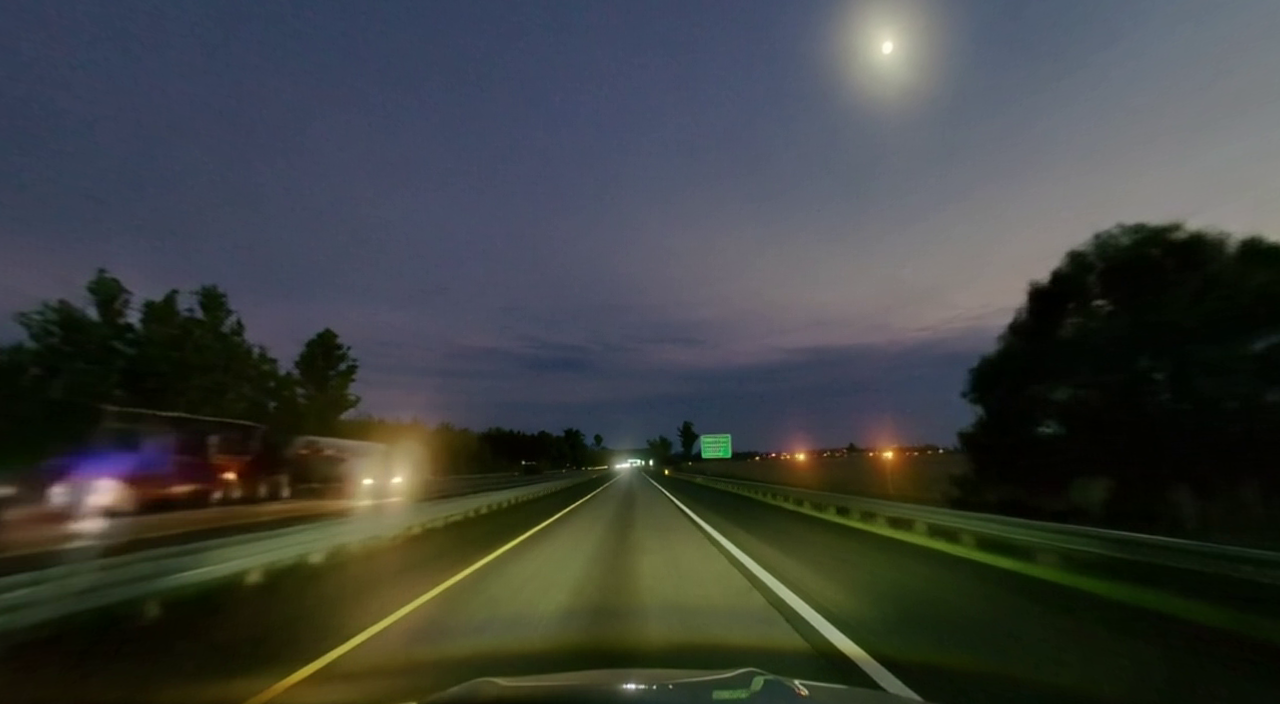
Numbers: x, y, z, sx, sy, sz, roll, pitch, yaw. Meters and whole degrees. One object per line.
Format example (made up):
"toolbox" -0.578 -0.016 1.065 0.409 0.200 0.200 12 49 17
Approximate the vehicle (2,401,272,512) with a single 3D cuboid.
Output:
"vehicle" -16.685 3.677 21.944 2.913 3.149 7.507 1 -10 1

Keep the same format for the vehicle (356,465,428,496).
"vehicle" -12.370 6.419 31.730 1.957 1.404 3.956 1 -10 1
